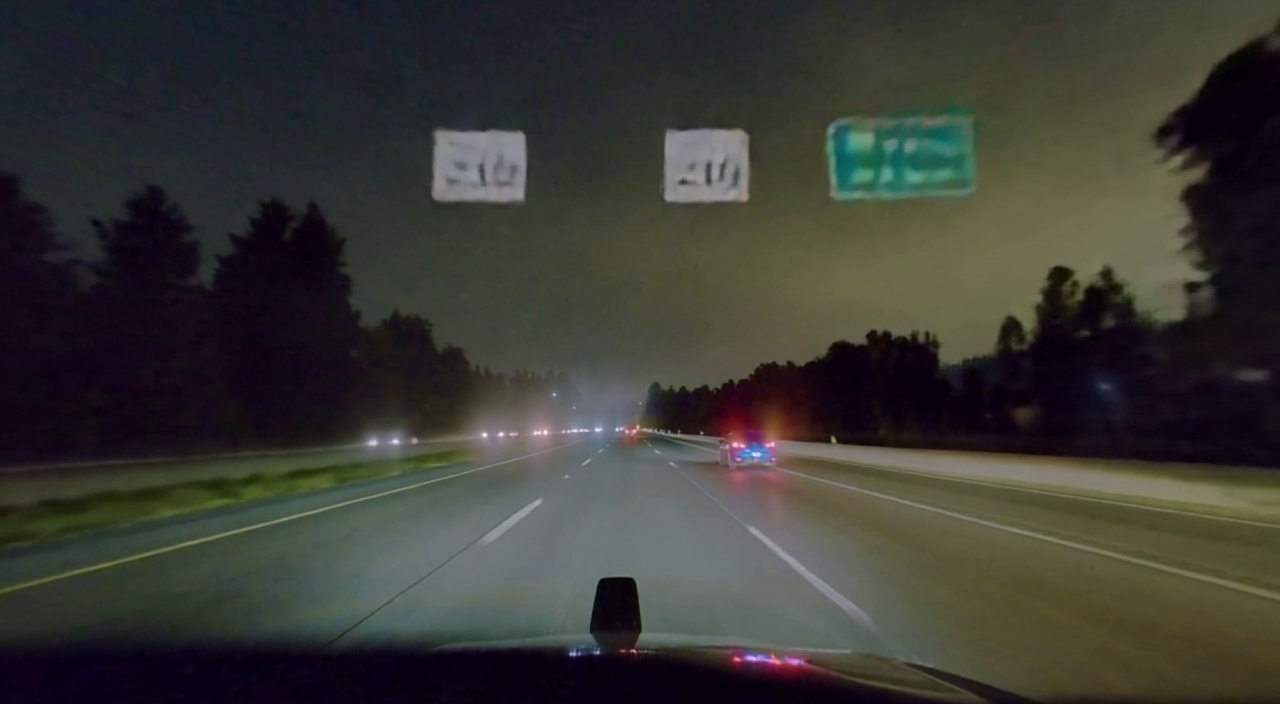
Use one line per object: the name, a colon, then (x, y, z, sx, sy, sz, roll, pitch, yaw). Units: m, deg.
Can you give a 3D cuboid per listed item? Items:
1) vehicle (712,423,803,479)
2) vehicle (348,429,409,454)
vehicle: (3.581, 3.096, 19.915, 1.973, 1.563, 3.959, 1, -8, -2)
vehicle: (-16.578, 5.679, 40.067, 1.897, 1.522, 4.765, 0, -8, -1)
